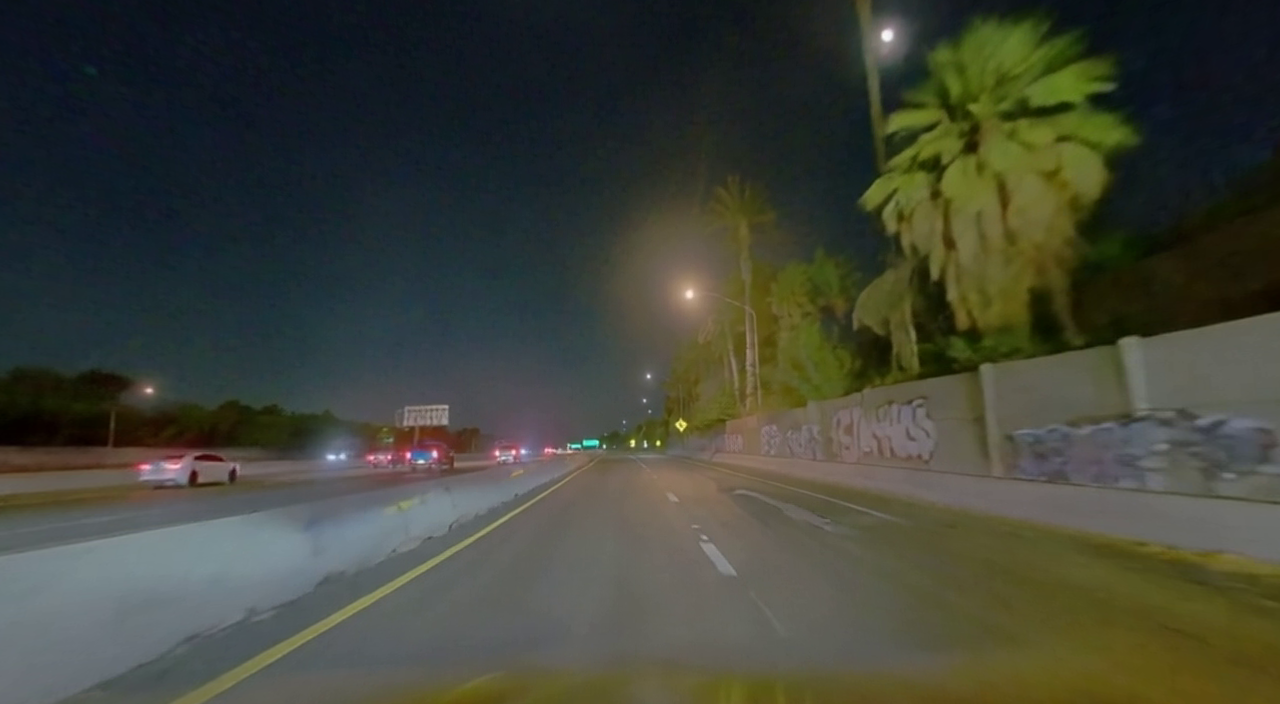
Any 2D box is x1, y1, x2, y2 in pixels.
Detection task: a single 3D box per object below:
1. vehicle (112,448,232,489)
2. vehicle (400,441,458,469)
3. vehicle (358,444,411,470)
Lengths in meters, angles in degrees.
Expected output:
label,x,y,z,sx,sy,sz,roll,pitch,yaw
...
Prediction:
label,x,y,z,sx,sy,sz,roll,pitch,yaw
vehicle,-23.033,5.703,31.368,2.158,1.795,5.013,0,-9,0
vehicle,-15.336,7.505,46.235,2.272,1.882,5.941,0,-9,-1
vehicle,-19.210,7.879,47.639,2.078,1.802,4.723,0,-9,-1
